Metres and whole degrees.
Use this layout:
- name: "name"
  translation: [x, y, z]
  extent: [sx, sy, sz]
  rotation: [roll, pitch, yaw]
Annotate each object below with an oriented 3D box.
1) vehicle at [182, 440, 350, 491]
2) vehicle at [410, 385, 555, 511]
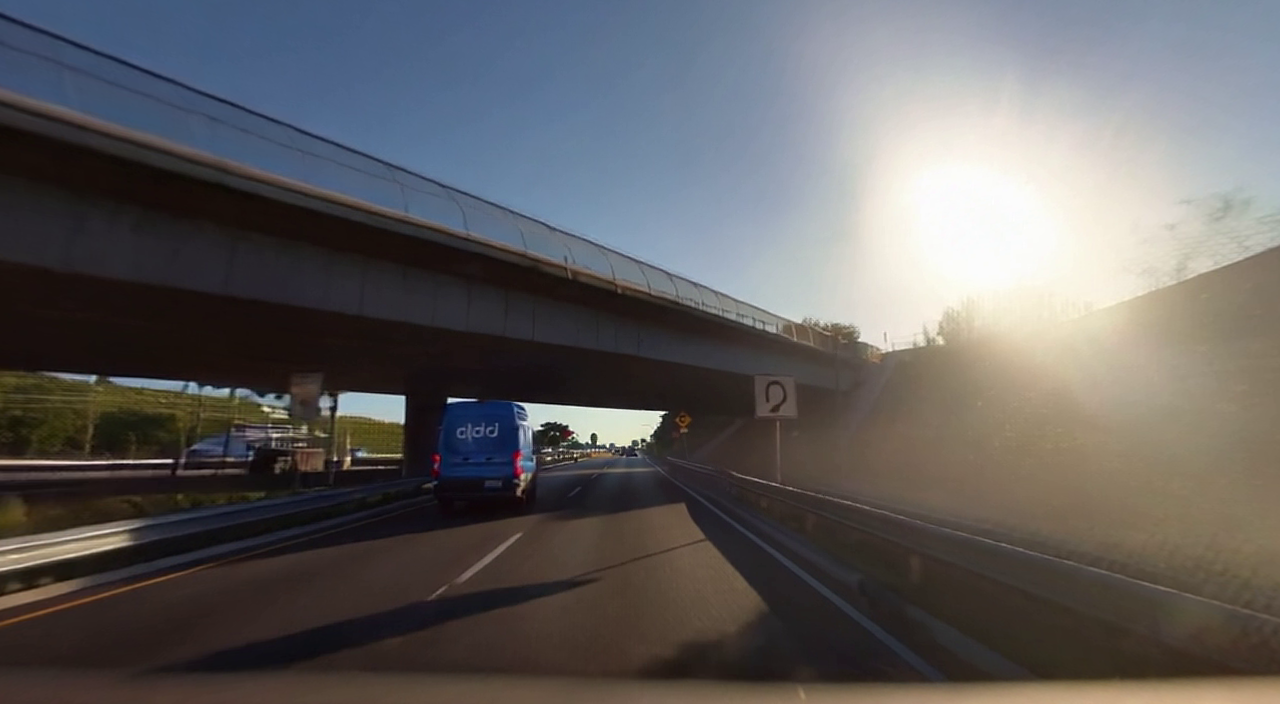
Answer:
- name: "vehicle"
  translation: [-12.359, 3.766, 21.070]
  extent: [4.396, 1.557, 1.952]
  rotation: [2, -9, -15]
- name: "vehicle"
  translation: [-3.783, 2.556, 16.786]
  extent: [2.463, 2.640, 7.034]
  rotation: [0, -9, -4]
